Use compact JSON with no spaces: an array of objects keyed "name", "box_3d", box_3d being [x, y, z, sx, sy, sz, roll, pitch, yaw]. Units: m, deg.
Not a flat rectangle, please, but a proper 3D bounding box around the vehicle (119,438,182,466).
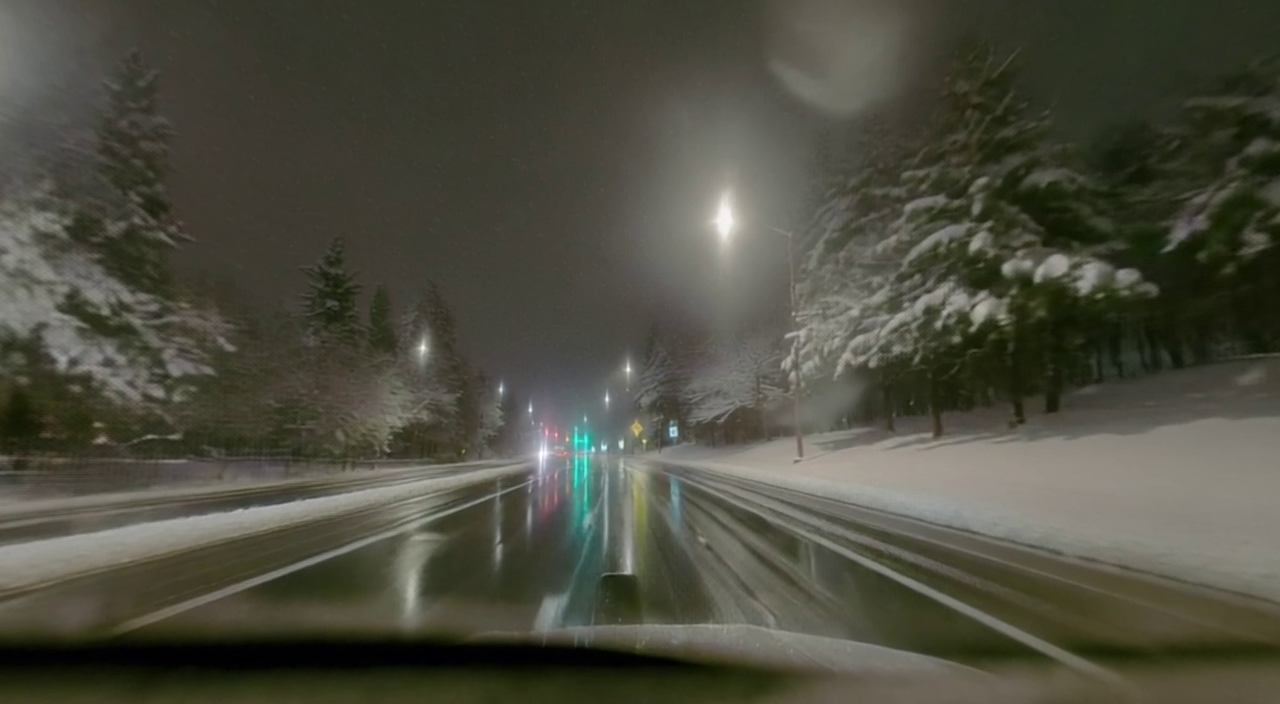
[{"name":"vehicle","box_3d":[-28.326,5.803,36.220,3.733,1.499,1.704,-7,-11,34]}]
